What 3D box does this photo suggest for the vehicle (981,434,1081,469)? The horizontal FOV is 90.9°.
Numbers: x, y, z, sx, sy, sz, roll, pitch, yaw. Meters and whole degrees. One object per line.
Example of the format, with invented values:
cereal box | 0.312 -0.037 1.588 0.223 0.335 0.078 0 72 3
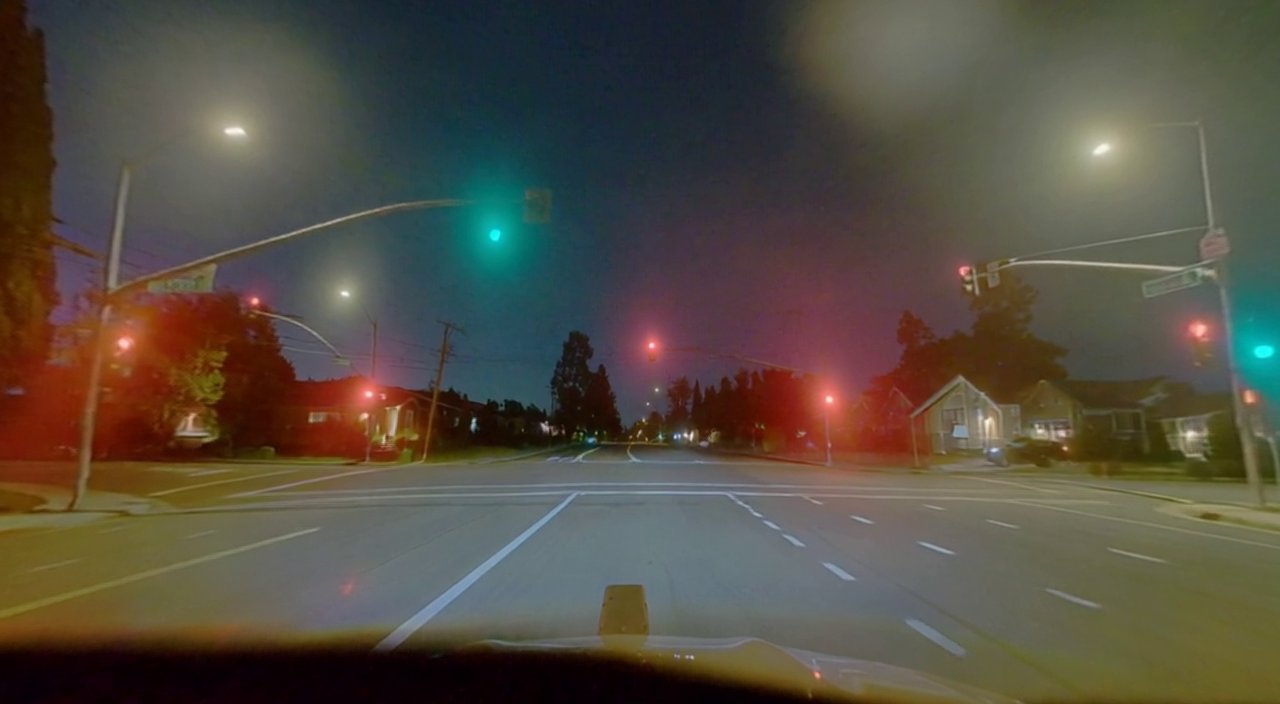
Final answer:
vehicle | 22.917 5.833 37.207 2.030 1.927 4.853 2 -9 -14
